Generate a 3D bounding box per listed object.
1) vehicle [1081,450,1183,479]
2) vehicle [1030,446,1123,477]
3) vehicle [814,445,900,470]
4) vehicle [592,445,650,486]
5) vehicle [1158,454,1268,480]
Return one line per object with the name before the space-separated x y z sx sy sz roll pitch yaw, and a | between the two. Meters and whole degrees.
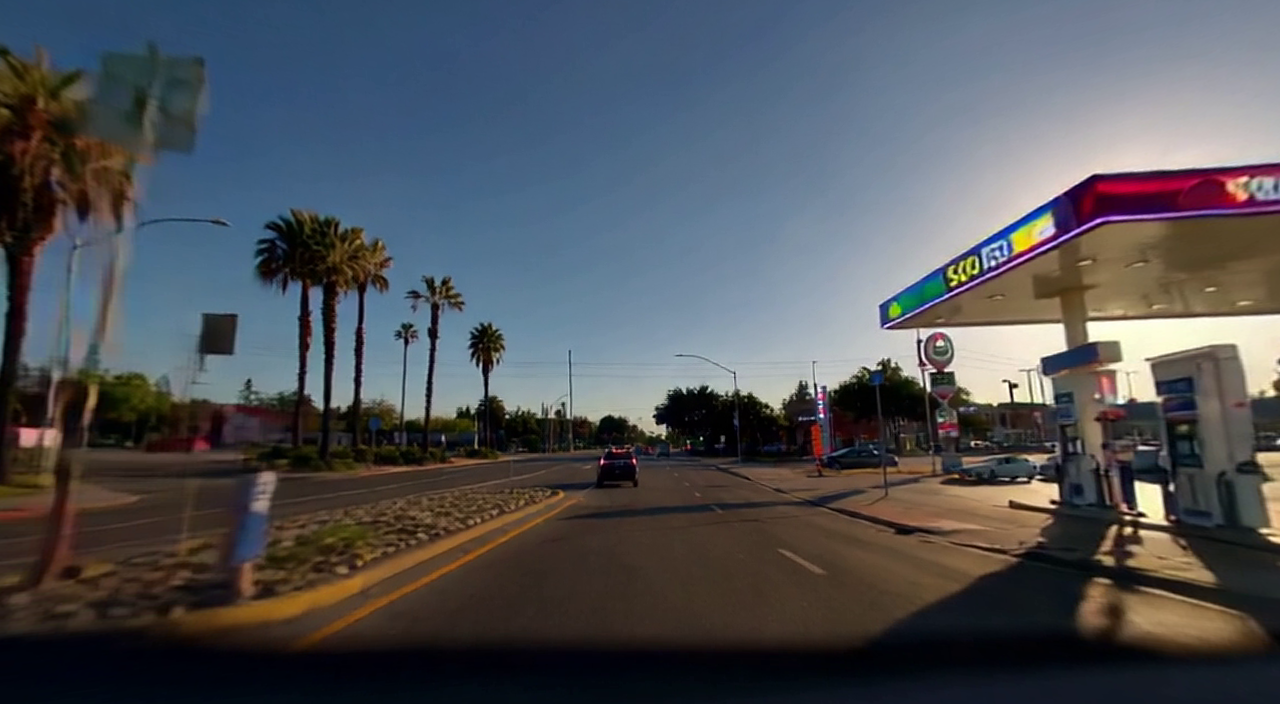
vehicle | 29.122 6.661 37.517 4.377 1.633 1.834 0 -9 2
vehicle | 27.539 6.896 39.956 4.381 1.892 1.942 0 -9 -1
vehicle | 15.147 7.403 44.304 5.317 1.700 1.901 0 -9 1
vehicle | -0.897 4.760 26.661 2.073 1.525 4.809 1 -9 -6
vehicle | 33.767 6.787 37.332 4.349 1.460 2.027 0 -10 3
